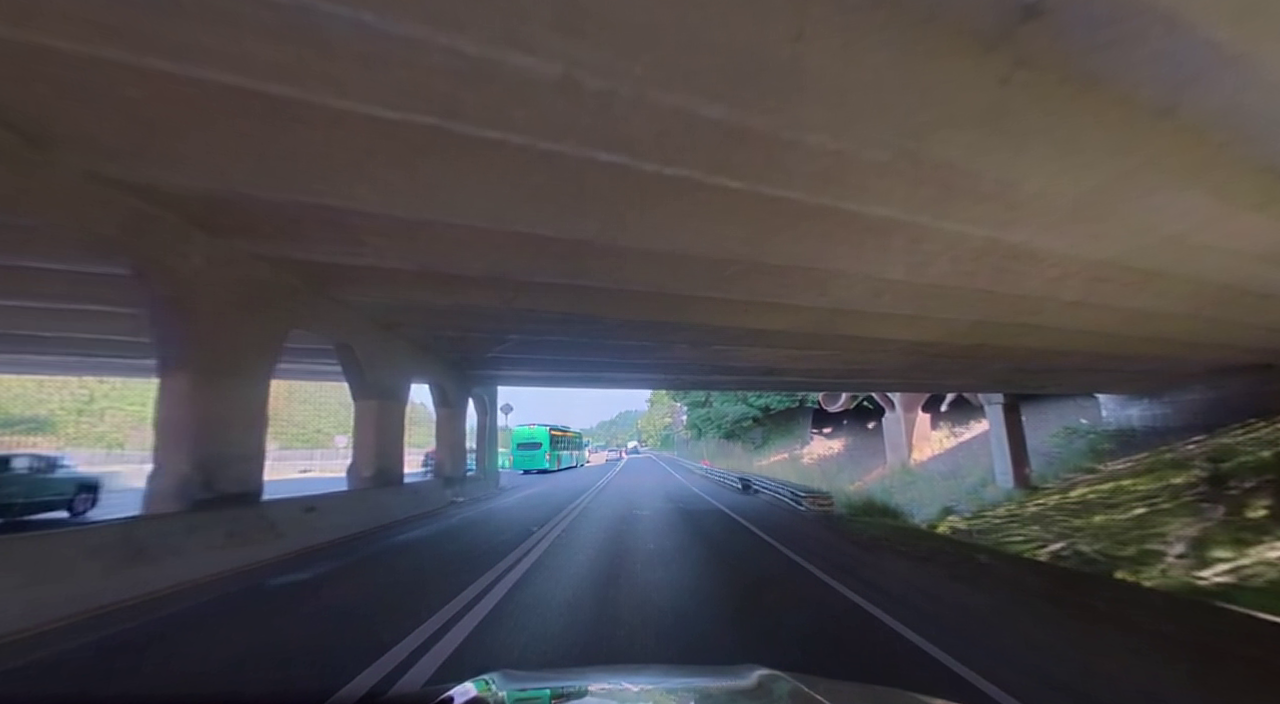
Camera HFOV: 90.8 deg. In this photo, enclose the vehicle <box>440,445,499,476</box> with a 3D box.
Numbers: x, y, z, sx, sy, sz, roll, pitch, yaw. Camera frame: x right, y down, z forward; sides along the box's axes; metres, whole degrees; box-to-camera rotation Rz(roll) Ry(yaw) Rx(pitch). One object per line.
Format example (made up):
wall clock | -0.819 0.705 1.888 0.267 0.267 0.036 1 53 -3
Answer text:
vehicle | -9.380 5.984 35.102 1.979 1.600 4.516 0 -8 1
